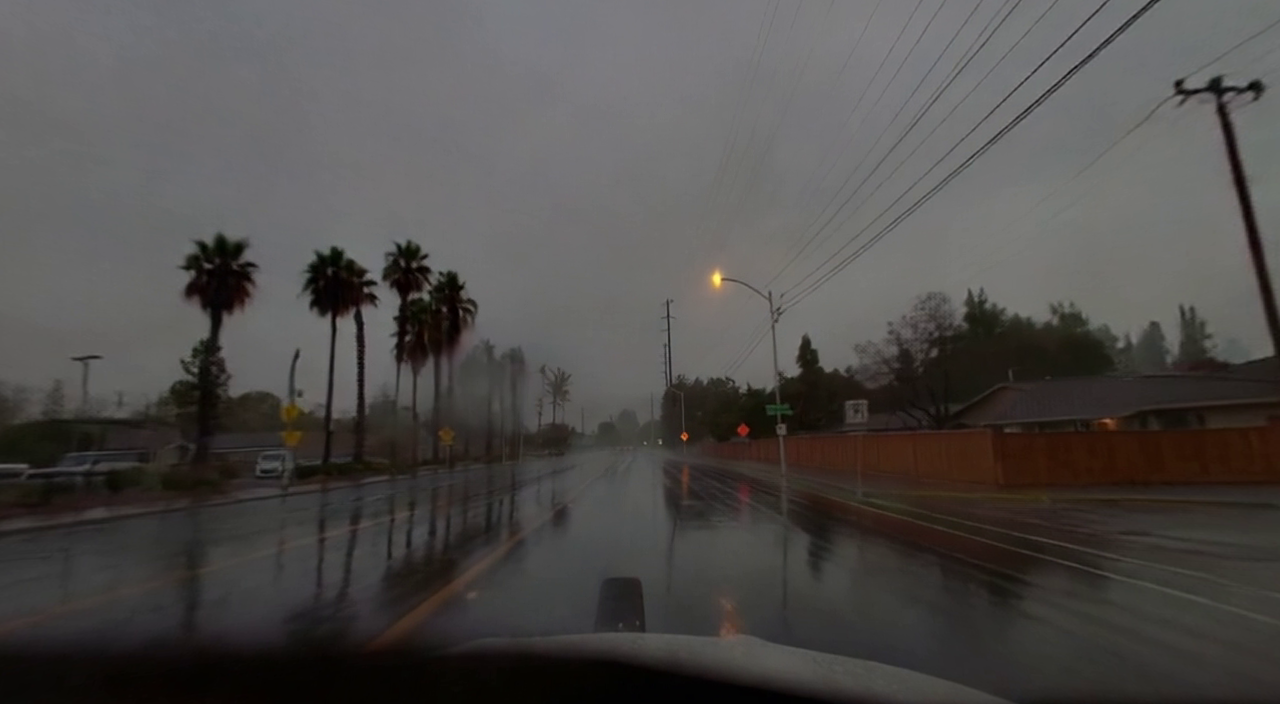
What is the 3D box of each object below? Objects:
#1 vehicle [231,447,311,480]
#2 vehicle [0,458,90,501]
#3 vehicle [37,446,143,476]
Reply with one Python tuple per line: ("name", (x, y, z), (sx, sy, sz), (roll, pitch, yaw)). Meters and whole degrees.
("vehicle", (-25.460, 7.700, 43.502), (5.622, 1.769, 2.331), (-9, -8, 31))
("vehicle", (-26.158, 5.525, 27.293), (4.546, 1.479, 2.103), (-9, -8, 28))
("vehicle", (-39.576, 7.882, 45.654), (5.244, 2.021, 2.086), (6, -10, -29))
